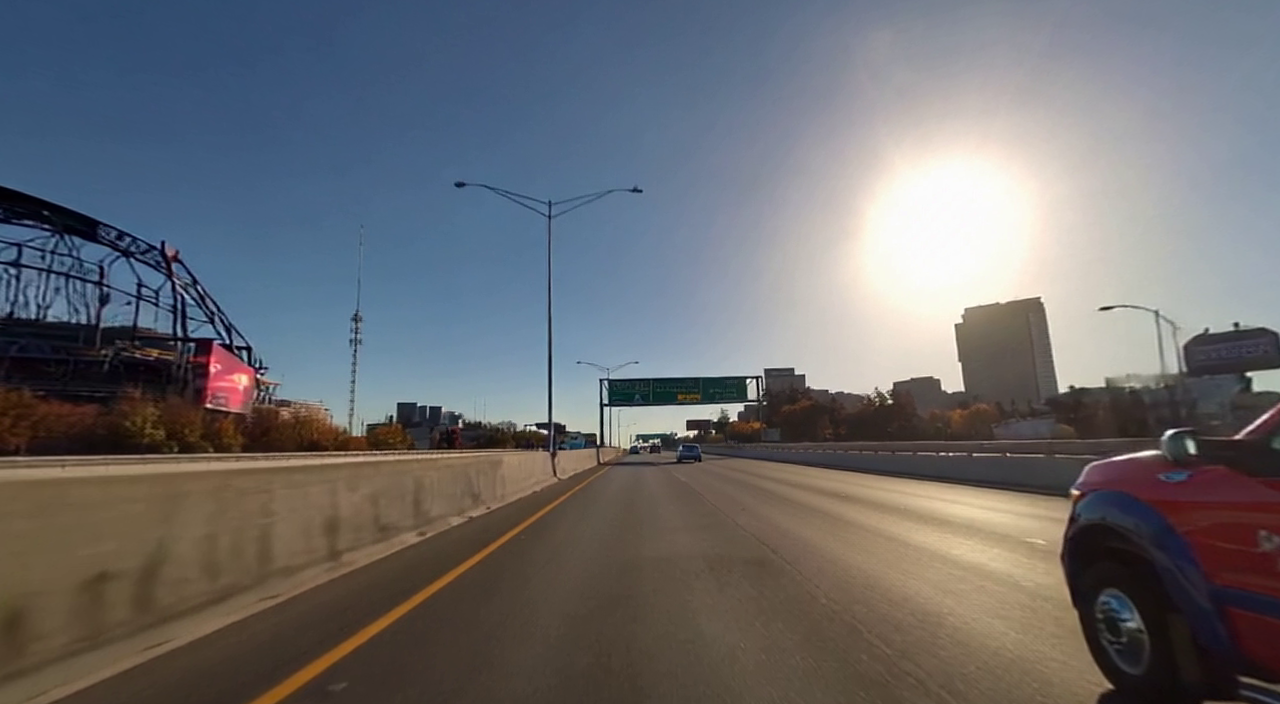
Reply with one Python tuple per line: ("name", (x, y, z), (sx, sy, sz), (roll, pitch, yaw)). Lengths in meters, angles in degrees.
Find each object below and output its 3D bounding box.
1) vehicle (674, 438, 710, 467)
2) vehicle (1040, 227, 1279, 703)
("vehicle", (3.274, 6.432, 40.523), (1.973, 1.774, 4.092), (0, -9, 0))
("vehicle", (3.085, 0.406, 0.516), (2.199, 2.002, 4.970), (0, -9, 0))
